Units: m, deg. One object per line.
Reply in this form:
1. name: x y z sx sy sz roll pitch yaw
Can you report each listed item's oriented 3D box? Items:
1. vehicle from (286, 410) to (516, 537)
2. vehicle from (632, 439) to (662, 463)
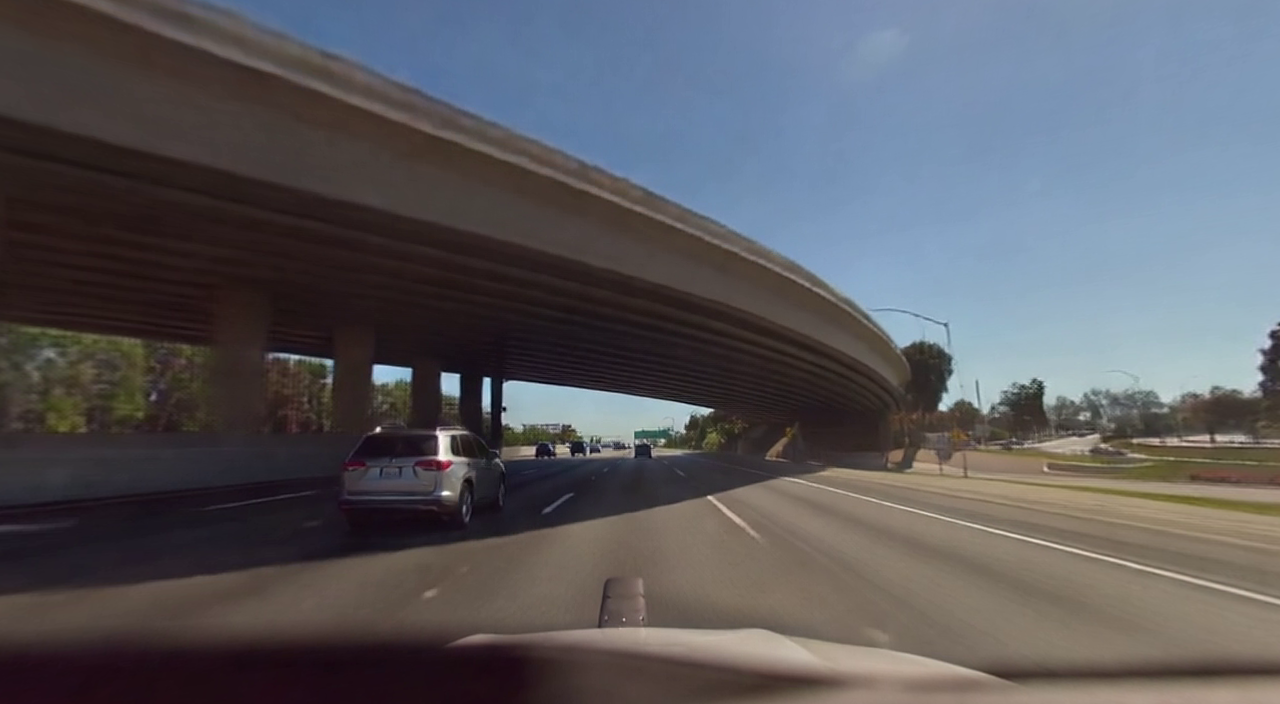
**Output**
1. vehicle: -3.785 2.025 11.087 2.214 1.759 4.435 -1 -8 1
2. vehicle: 0.445 7.011 44.878 2.023 1.589 4.030 0 -8 0
